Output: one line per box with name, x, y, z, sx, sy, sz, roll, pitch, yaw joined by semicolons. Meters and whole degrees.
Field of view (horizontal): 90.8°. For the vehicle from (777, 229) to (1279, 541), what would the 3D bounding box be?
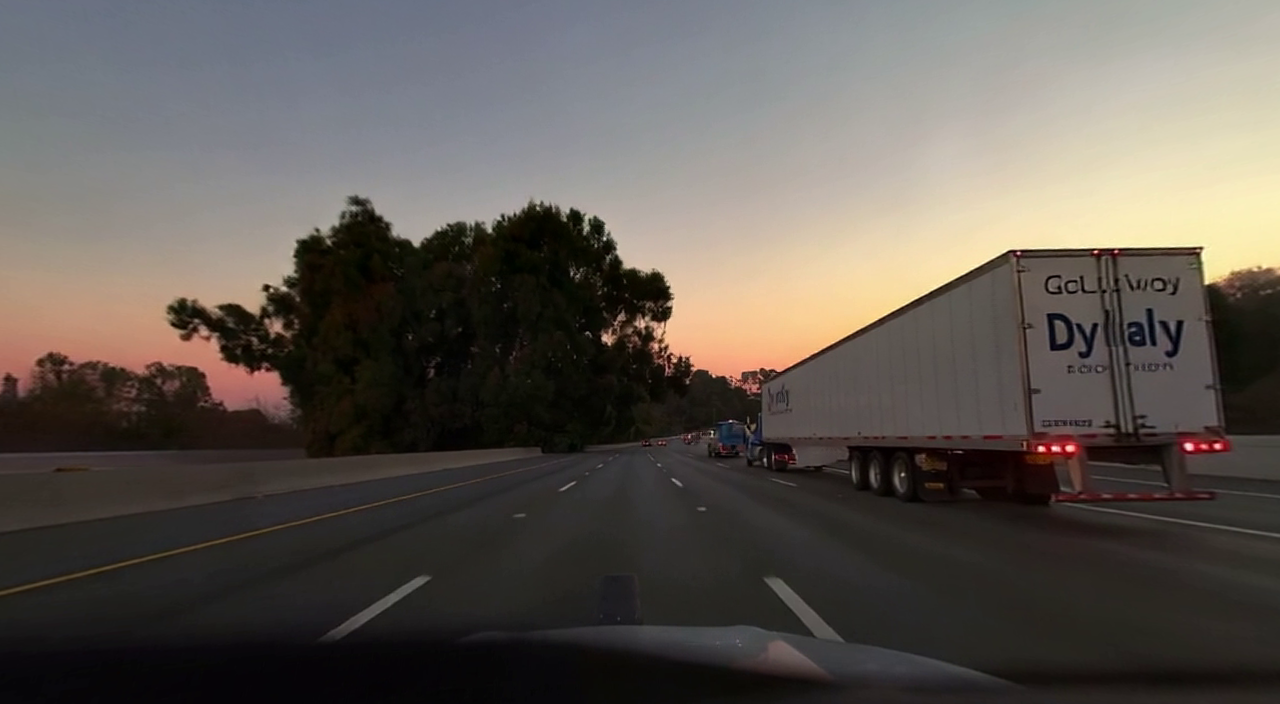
vehicle;6.832;1.516;15.992;2.962;3.947;16.241;0;-8;0
